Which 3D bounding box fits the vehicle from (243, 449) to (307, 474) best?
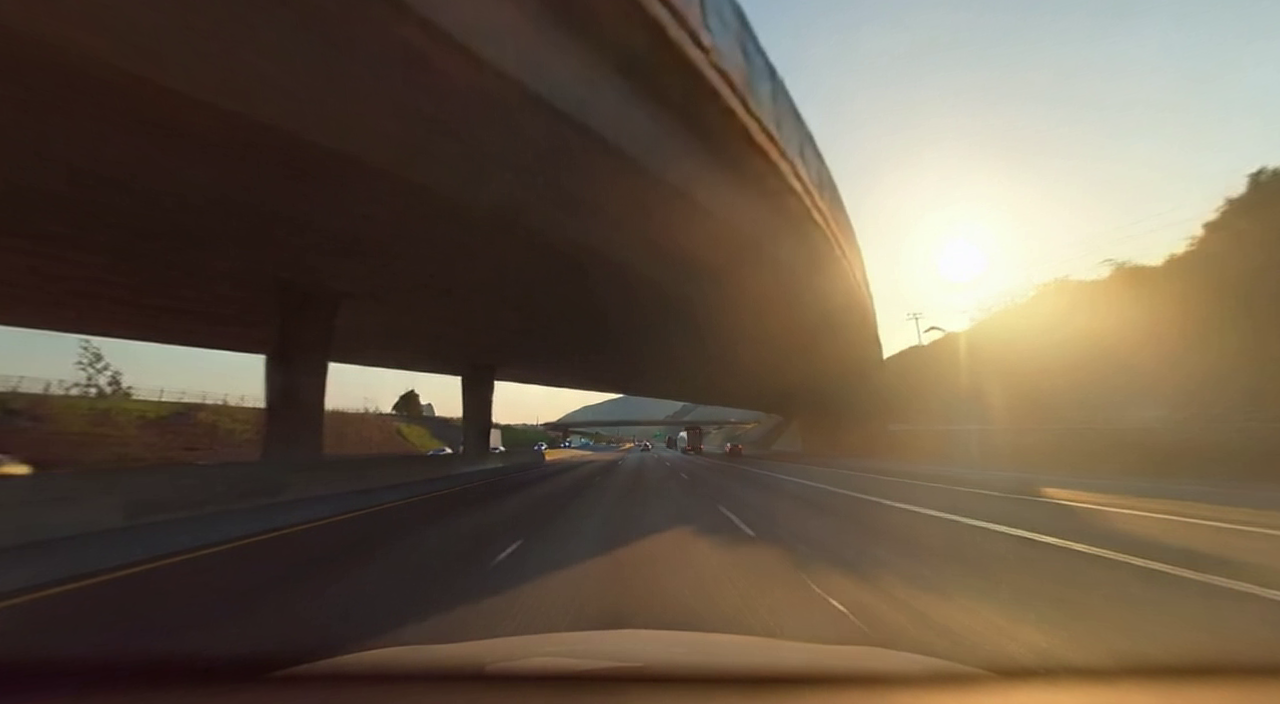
[{"bbox_3d":[-28.122,8.405,48.776,1.904,1.737,5.059,0,-8,1],"label":"vehicle"}]
